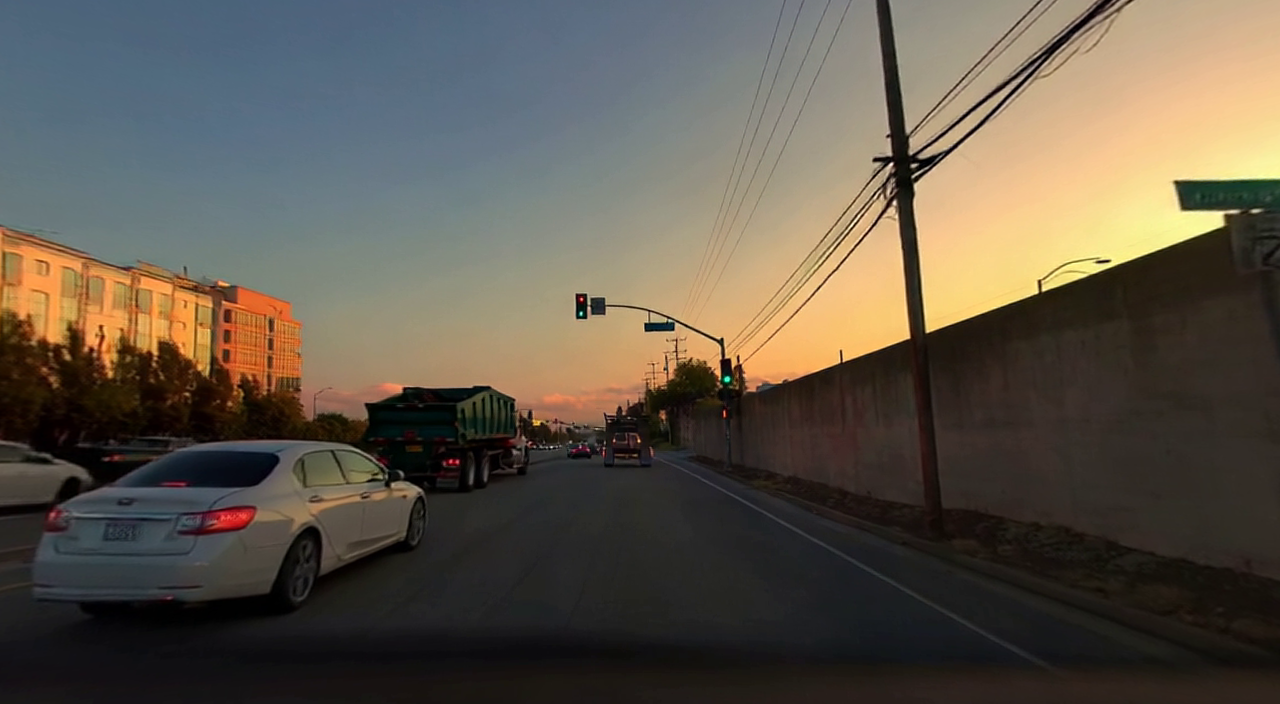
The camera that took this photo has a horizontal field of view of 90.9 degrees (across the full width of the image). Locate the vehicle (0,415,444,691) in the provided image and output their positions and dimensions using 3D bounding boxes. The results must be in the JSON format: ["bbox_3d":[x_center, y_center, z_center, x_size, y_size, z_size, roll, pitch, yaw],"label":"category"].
[{"bbox_3d":[-3.710,1.461,5.972,2.019,1.480,4.966,0,-8,1],"label":"vehicle"}]

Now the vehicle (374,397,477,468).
[{"bbox_3d":[-12.887,5.067,38.952,3.016,3.847,8.707,0,-8,1],"label":"vehicle"}]

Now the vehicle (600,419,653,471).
[{"bbox_3d":[-0.666,4.510,30.589,2.355,2.305,5.336,0,-8,-1],"label":"vehicle"}]
